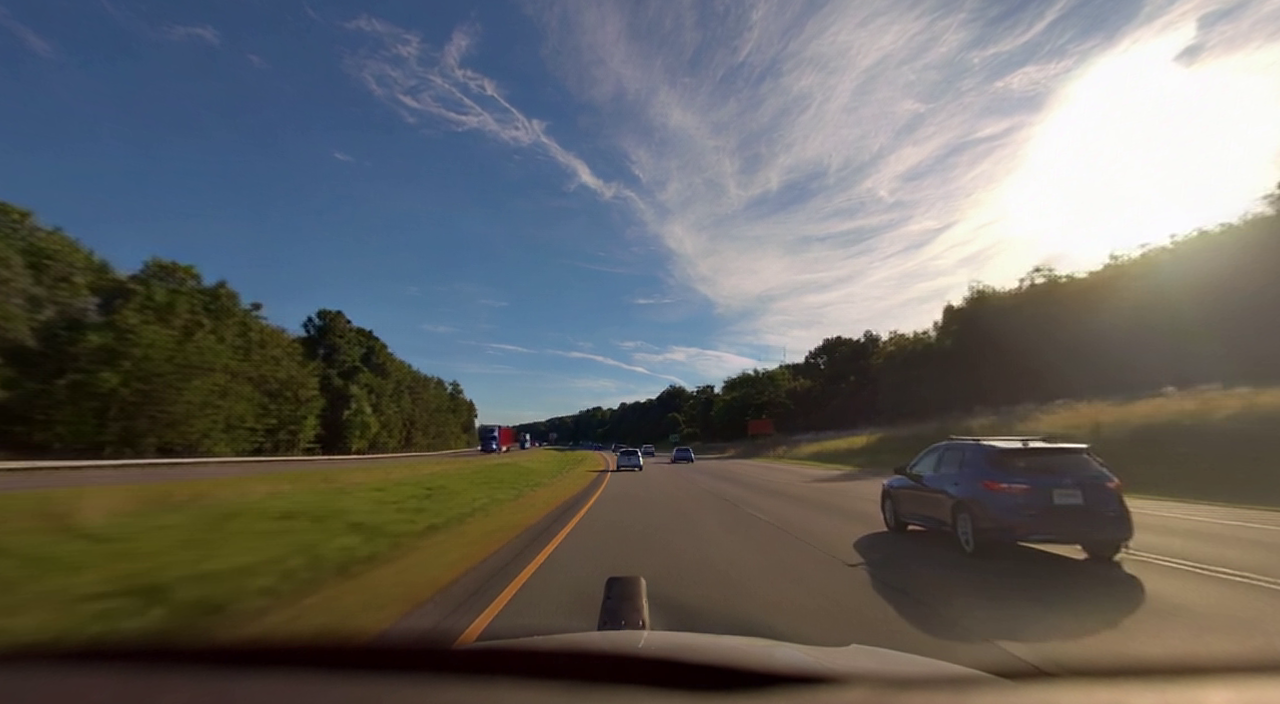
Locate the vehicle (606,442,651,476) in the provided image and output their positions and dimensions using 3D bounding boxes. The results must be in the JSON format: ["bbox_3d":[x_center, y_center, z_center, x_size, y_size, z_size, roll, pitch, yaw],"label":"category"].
[{"bbox_3d":[-0.579,5.183,30.622,2.050,1.534,3.771,0,-9,-2],"label":"vehicle"}]

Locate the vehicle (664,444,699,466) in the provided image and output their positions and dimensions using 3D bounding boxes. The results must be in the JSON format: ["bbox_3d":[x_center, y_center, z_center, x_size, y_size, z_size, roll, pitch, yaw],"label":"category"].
[{"bbox_3d":[2.970,7.526,46.059,2.008,1.504,4.291,1,-9,-4],"label":"vehicle"}]

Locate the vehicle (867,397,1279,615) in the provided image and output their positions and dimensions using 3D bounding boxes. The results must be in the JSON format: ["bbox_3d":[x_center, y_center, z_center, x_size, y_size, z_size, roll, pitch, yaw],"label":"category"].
[{"bbox_3d":[4.190,1.458,6.746,2.013,1.623,3.916,0,-9,0],"label":"vehicle"}]
